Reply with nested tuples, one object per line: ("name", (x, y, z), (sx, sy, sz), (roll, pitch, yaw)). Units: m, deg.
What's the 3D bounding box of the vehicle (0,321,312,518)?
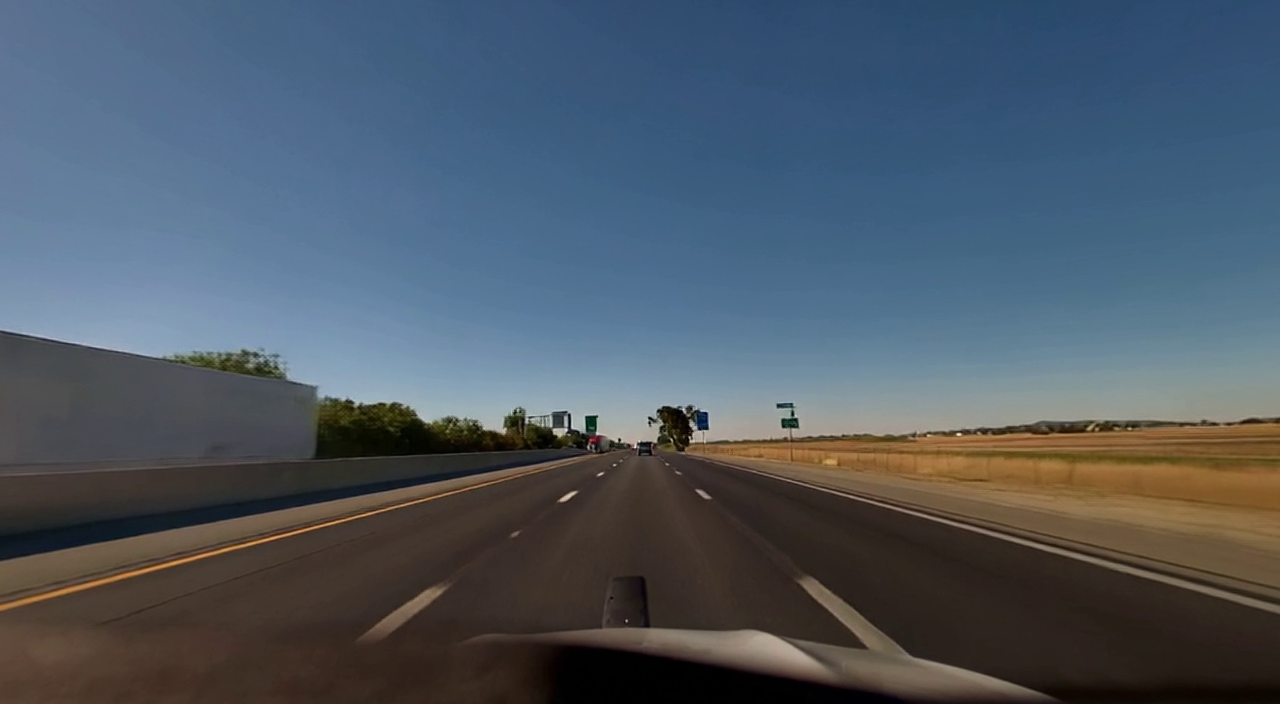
("vehicle", (-14.951, 2.185, 18.540), (2.953, 4.112, 14.059), (0, -8, 0))
